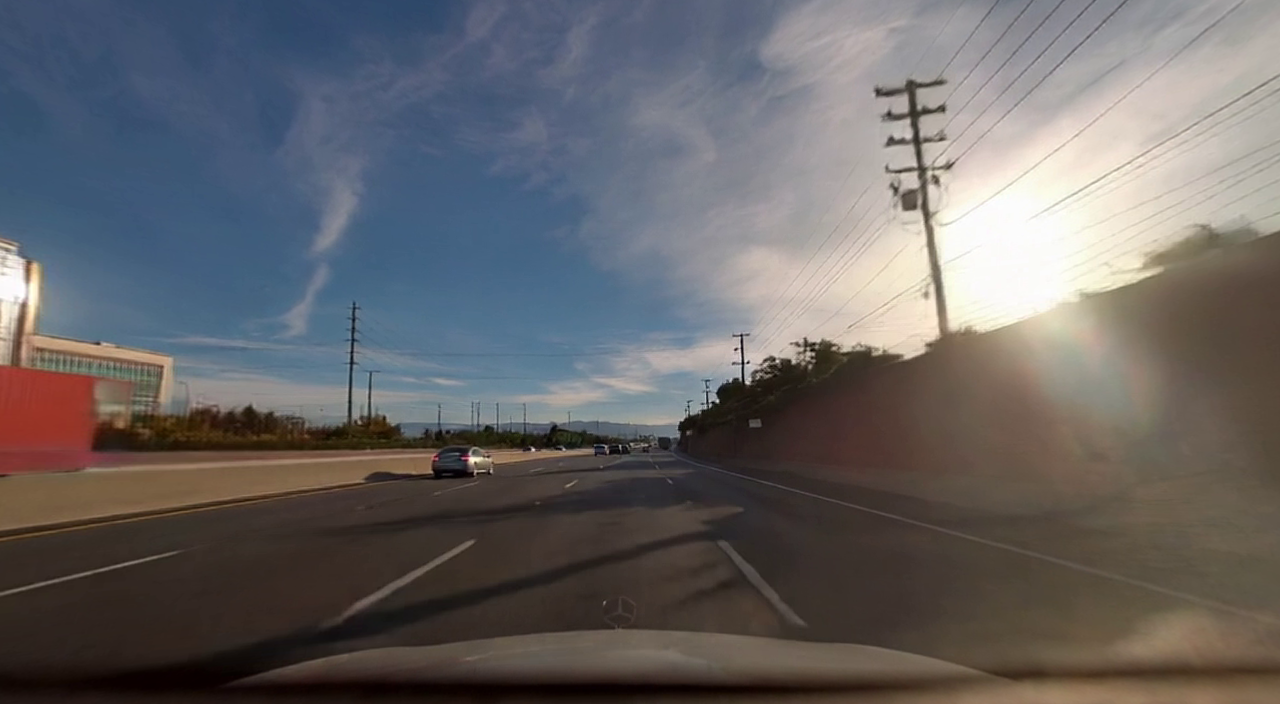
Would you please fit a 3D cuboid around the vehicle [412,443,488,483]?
[{"bbox_3d":[-8.055,4.702,27.136,2.013,1.574,3.923,0,-8,0],"label":"vehicle"}]
